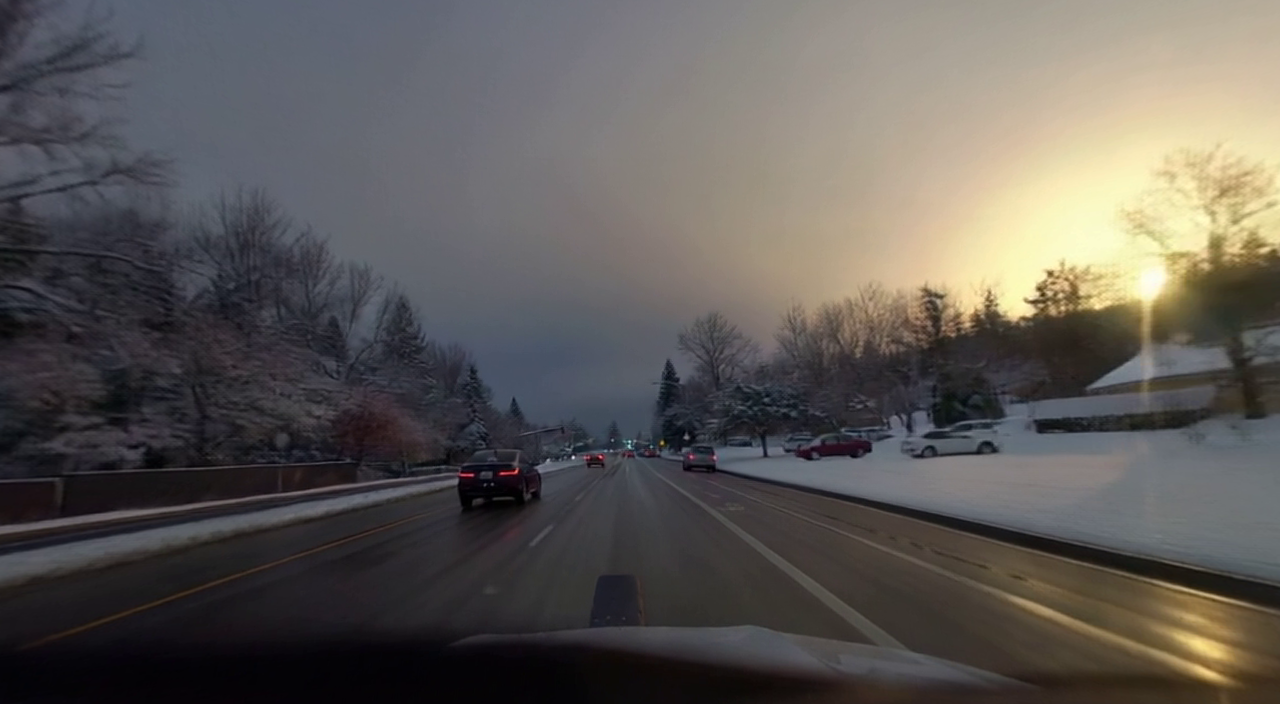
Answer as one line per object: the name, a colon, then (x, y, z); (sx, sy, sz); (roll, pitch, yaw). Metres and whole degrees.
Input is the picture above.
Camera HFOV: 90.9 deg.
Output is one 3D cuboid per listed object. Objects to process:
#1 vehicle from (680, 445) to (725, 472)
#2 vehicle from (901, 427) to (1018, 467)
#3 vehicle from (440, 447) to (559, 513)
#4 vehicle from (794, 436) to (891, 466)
vehicle: (3.904, 6.742, 40.180); (2.107, 1.620, 4.793); (0, -8, -3)
vehicle: (14.043, 4.193, 27.890); (3.965, 1.543, 2.021); (-2, -8, -1)
vehicle: (-3.468, 3.232, 16.474); (2.099, 1.470, 4.302); (0, -8, 0)
vehicle: (11.356, 5.567, 35.588); (4.766, 1.585, 2.020); (0, -8, -4)
